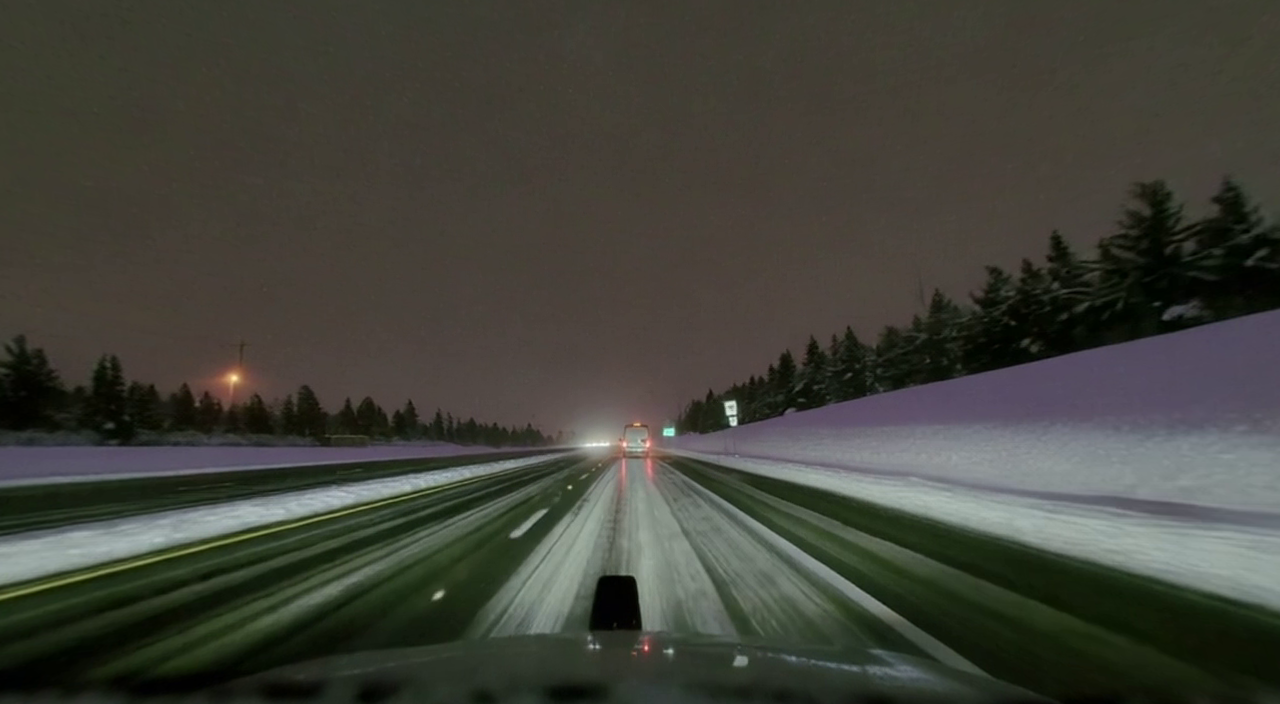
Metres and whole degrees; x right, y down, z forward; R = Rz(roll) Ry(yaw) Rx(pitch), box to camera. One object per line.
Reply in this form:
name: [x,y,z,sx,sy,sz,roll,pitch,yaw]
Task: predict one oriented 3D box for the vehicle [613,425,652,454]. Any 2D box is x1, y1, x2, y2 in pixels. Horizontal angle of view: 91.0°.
vehicle: [-0.523,5.357,38.674,2.157,1.647,4.524,0,-8,-4]
